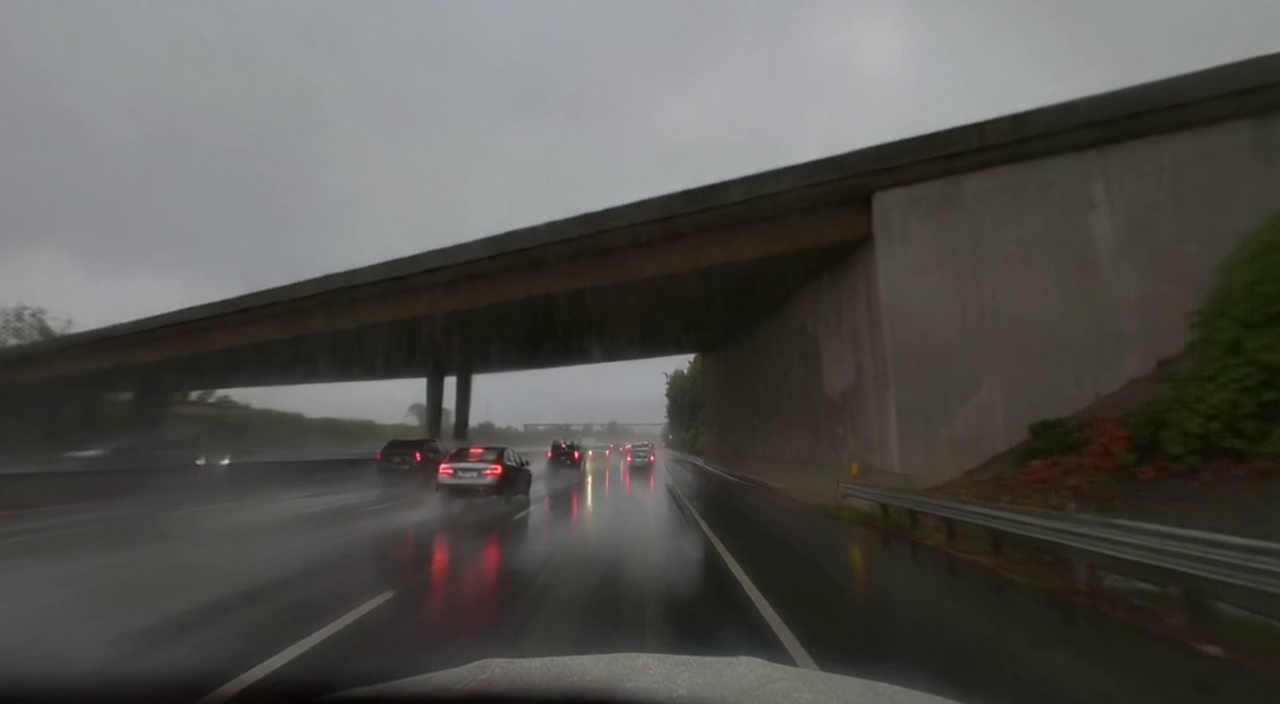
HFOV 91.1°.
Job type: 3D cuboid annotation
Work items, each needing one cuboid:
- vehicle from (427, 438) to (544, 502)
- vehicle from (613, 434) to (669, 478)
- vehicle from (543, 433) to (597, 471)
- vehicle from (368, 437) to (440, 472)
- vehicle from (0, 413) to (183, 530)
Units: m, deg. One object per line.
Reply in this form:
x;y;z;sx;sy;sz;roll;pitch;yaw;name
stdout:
-4.009;3.124;17.144;1.997;1.490;4.471;0;-8;1;vehicle
0.040;4.316;26.378;2.160;1.678;4.178;0;-8;0;vehicle
-3.632;5.268;33.365;2.237;1.841;4.683;0;-8;1;vehicle
-11.954;5.190;32.090;1.954;1.640;4.339;0;-8;0;vehicle
-11.059;2.062;11.118;2.119;1.816;5.019;0;-8;0;vehicle
